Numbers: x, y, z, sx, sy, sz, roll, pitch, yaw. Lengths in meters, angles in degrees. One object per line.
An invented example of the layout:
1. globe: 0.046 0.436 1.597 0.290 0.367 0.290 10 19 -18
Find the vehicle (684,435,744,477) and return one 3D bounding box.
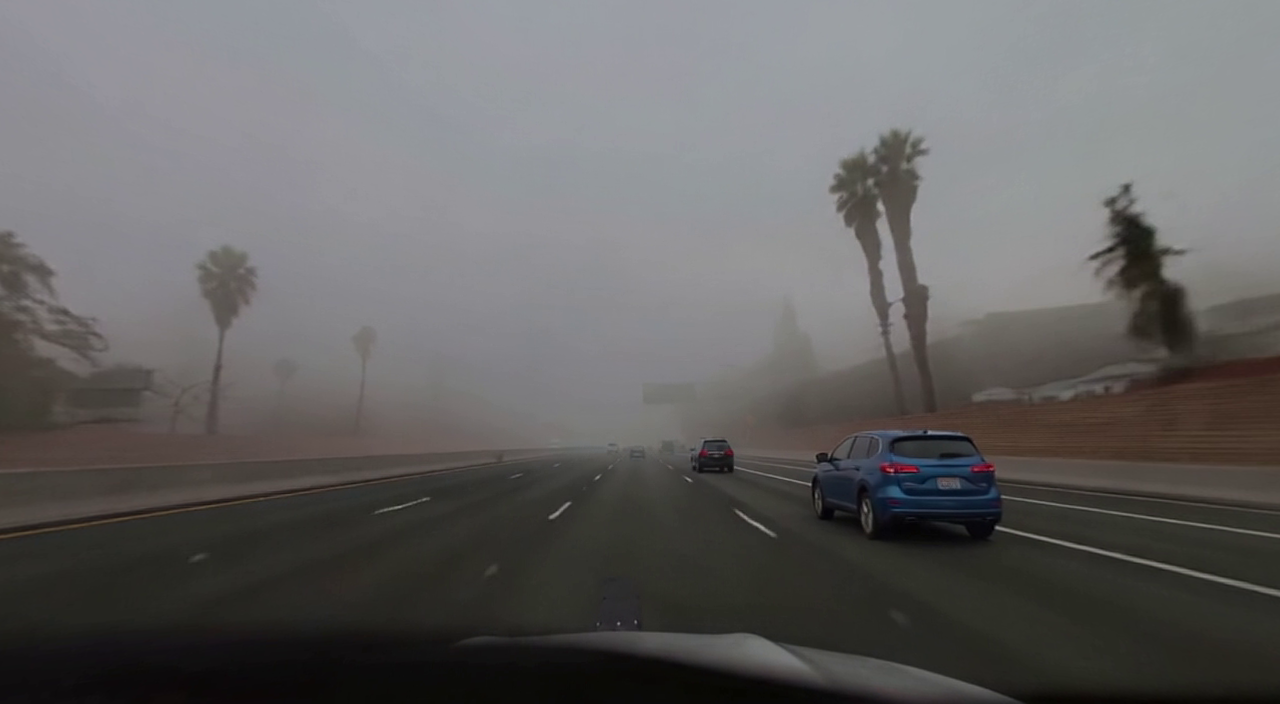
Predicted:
1. vehicle: 3.185 4.580 28.052 2.045 1.688 4.313 0 -9 -1

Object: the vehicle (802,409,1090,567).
1. vehicle: 3.869 1.782 9.010 1.910 1.696 4.187 0 -8 -1
